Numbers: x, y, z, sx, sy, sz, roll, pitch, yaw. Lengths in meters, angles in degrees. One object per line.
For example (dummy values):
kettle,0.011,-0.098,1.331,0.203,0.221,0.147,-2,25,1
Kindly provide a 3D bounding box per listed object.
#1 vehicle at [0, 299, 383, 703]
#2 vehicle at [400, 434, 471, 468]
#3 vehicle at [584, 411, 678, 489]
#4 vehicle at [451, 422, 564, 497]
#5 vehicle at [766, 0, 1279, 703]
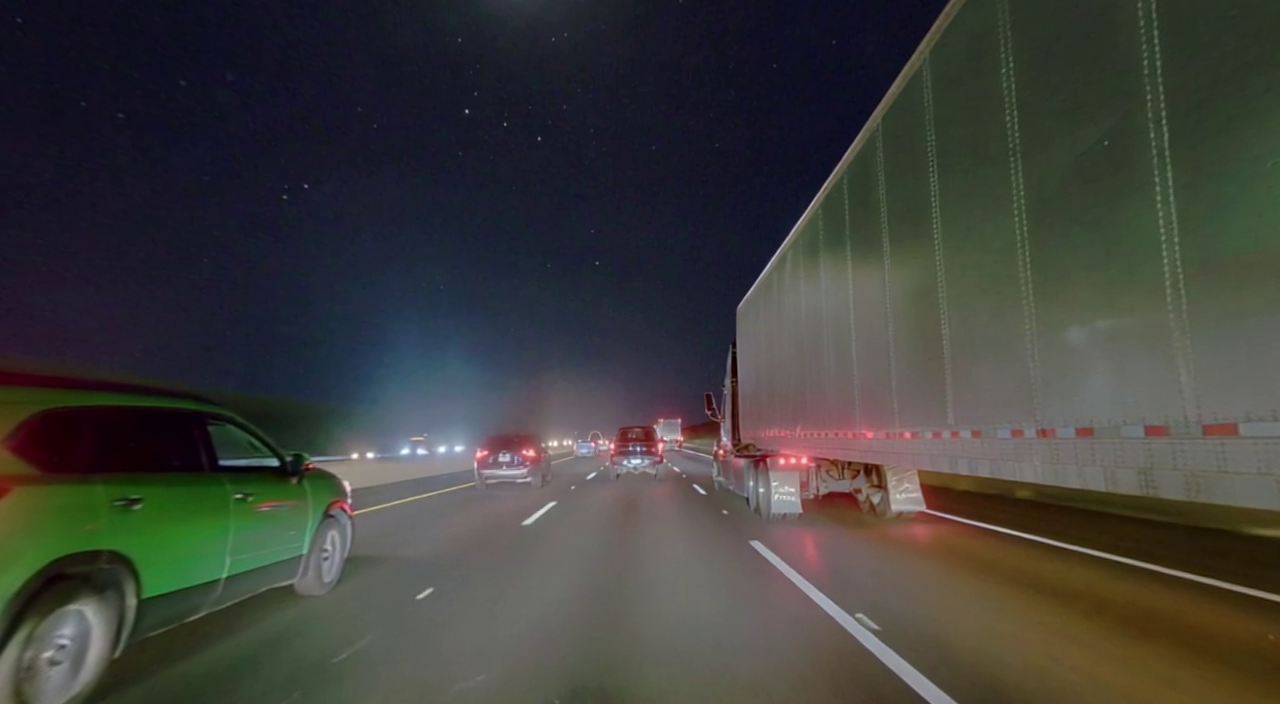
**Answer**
vehicle,-3.352,0.844,2.999,2.193,1.803,4.958,0,-8,-1
vehicle,-11.954,5.862,37.297,2.244,1.830,5.693,0,-8,1
vehicle,-0.304,3.264,21.181,2.704,2.216,5.804,0,-8,-1
vehicle,-3.533,2.974,17.801,2.120,1.812,4.659,0,-8,1
vehicle,3.599,-0.356,2.687,2.852,4.121,16.210,0,-8,0
